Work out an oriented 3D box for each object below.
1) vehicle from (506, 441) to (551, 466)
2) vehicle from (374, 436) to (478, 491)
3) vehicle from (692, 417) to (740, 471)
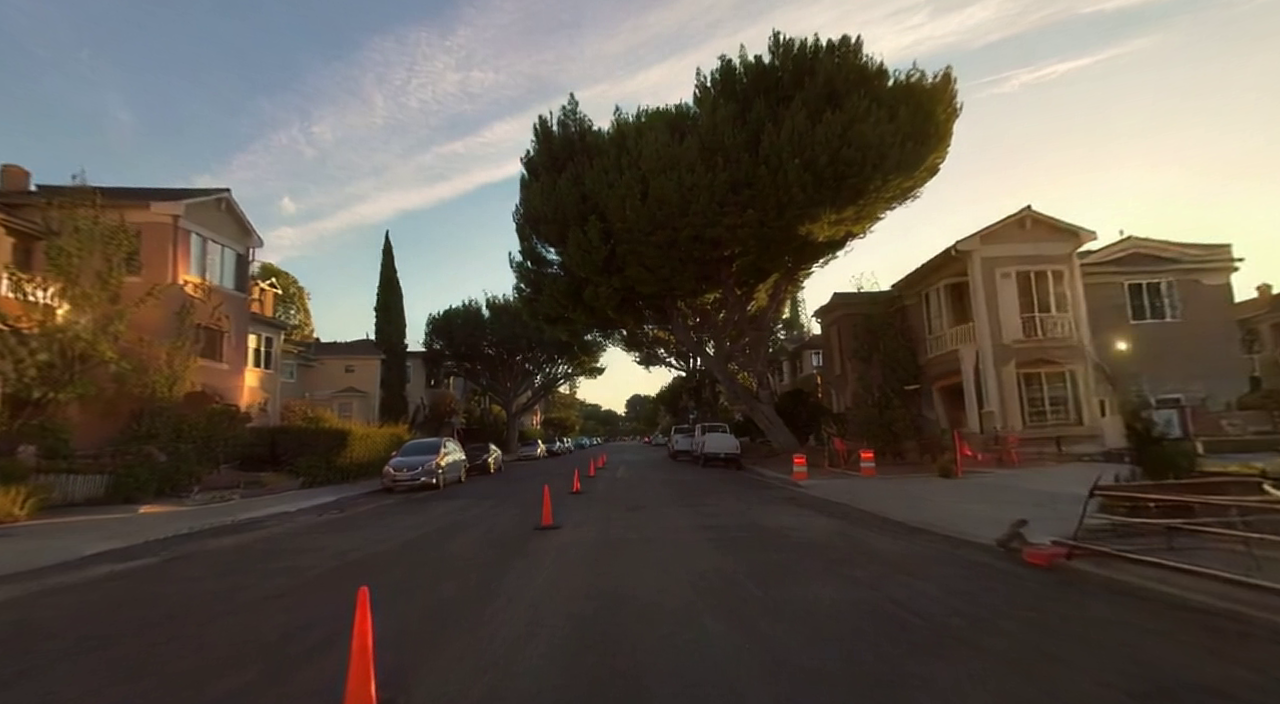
[{"bbox_3d":[-7.028,6.428,40.147,1.974,1.479,4.607,0,-9,0],"label":"vehicle"},{"bbox_3d":[-6.887,3.618,20.822,1.957,1.608,4.476,0,-9,-1],"label":"vehicle"},{"bbox_3d":[3.734,4.564,31.487,2.082,2.534,3.248,-1,-8,3],"label":"vehicle"}]
